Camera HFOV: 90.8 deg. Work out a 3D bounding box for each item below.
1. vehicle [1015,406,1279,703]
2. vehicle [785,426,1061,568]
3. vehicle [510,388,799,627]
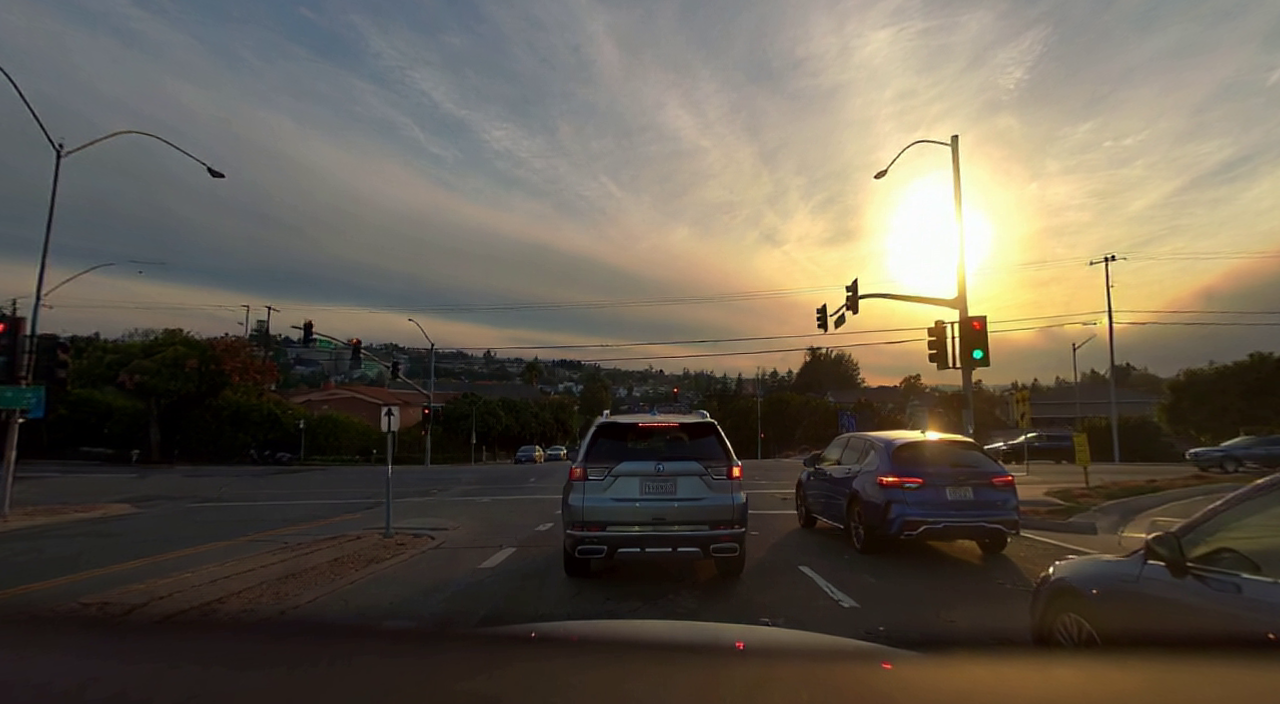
[{"bbox_3d":[3.157,0.815,1.426,1.924,1.466,4.461,0,-8,1],"label":"vehicle"},{"bbox_3d":[3.527,1.868,8.936,1.861,1.495,4.215,0,-8,-1],"label":"vehicle"},{"bbox_3d":[0.108,1.499,7.076,2.170,1.793,4.468,0,-8,0],"label":"vehicle"}]
